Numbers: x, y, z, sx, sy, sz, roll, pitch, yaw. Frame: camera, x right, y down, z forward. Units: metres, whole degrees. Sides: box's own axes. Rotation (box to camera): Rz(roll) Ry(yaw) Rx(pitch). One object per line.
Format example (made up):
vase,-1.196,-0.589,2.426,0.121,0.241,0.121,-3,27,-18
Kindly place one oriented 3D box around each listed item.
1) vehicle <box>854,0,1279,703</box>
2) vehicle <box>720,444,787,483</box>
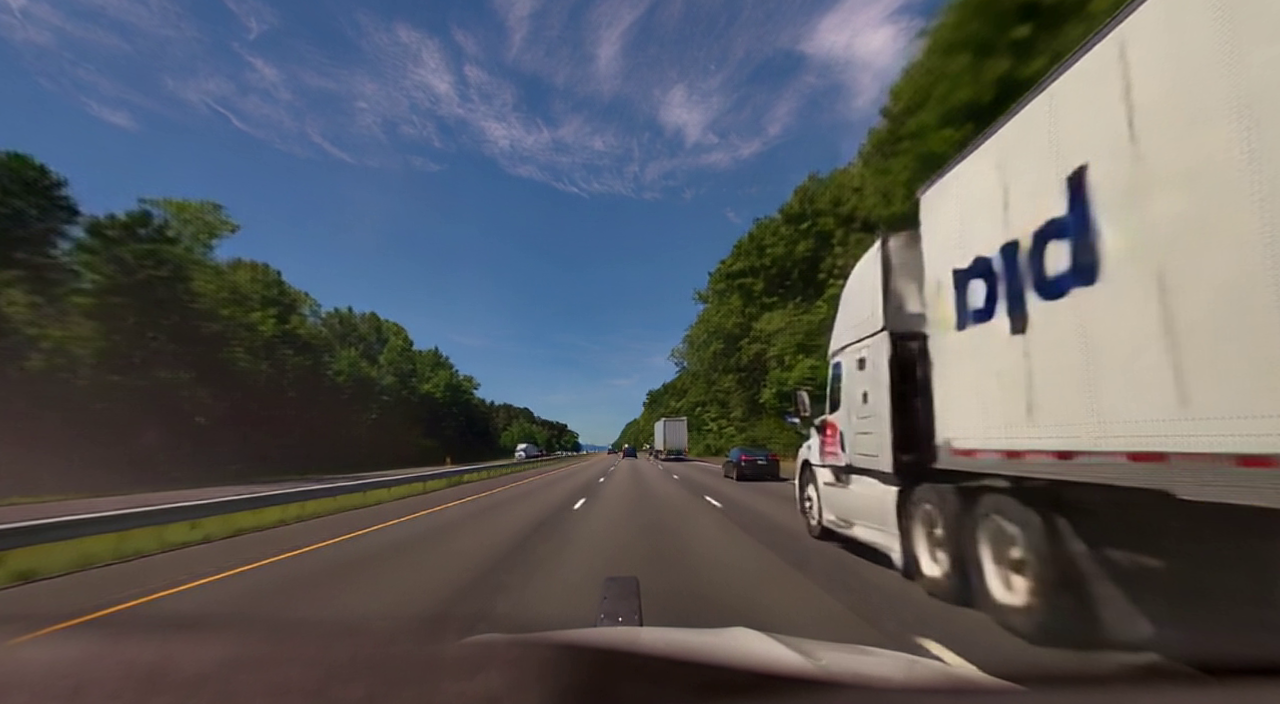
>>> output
vehicle,3.942,-0.108,3.607,3.059,3.910,6.030,0,-9,-1
vehicle,4.564,4.544,25.828,1.910,1.474,3.776,0,-9,-2
